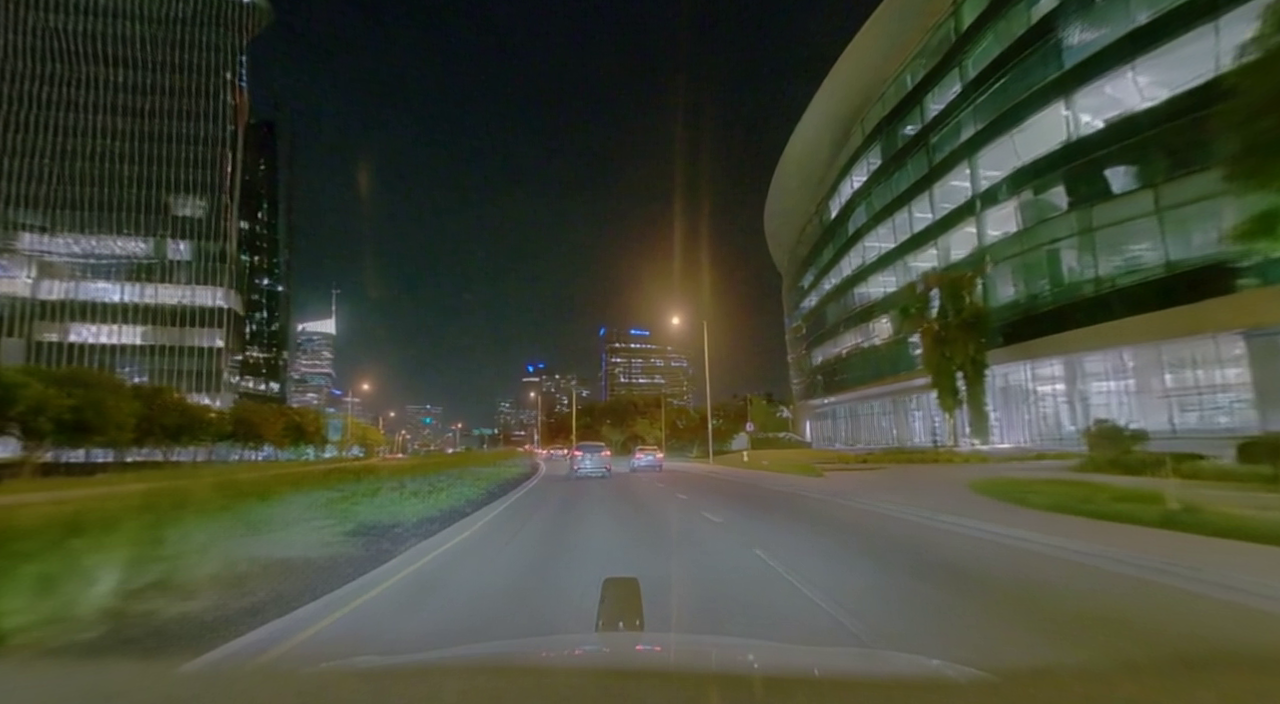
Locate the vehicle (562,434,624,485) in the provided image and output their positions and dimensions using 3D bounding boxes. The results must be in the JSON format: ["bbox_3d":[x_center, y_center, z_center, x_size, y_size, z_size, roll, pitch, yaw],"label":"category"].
[{"bbox_3d":[-1.908,4.176,24.688,2.173,1.761,4.374,1,-9,-6],"label":"vehicle"}]

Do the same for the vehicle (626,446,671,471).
[{"bbox_3d":[0.474,6.783,40.430,2.116,1.506,4.355,2,-9,-10],"label":"vehicle"}]
